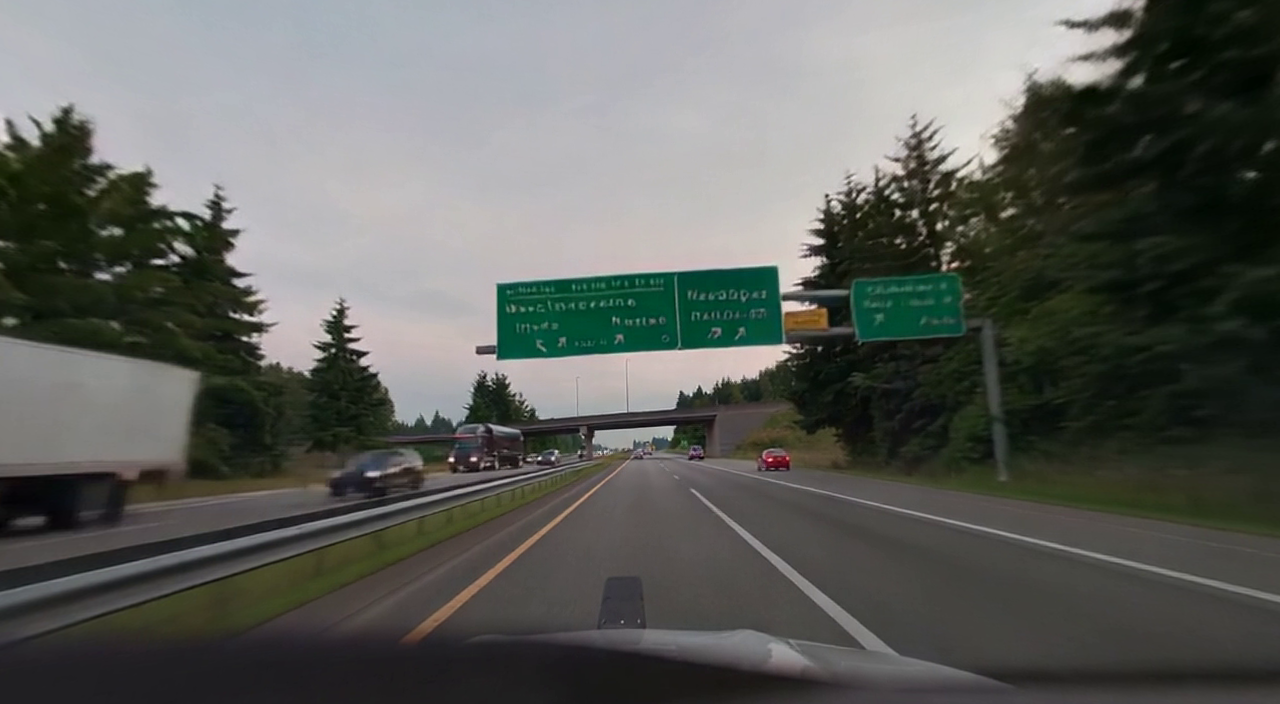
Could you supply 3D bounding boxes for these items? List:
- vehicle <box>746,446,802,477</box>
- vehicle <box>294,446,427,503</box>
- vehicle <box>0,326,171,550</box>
[{"bbox_3d":[6.847,5.635,32.612,1.987,1.473,4.244,0,-9,0],"label":"vehicle"},{"bbox_3d":[-8.628,3.818,20.028,2.081,1.569,4.607,0,-9,0],"label":"vehicle"},{"bbox_3d":[-13.279,1.078,8.425,3.133,4.027,14.079,0,-9,0],"label":"vehicle"}]
